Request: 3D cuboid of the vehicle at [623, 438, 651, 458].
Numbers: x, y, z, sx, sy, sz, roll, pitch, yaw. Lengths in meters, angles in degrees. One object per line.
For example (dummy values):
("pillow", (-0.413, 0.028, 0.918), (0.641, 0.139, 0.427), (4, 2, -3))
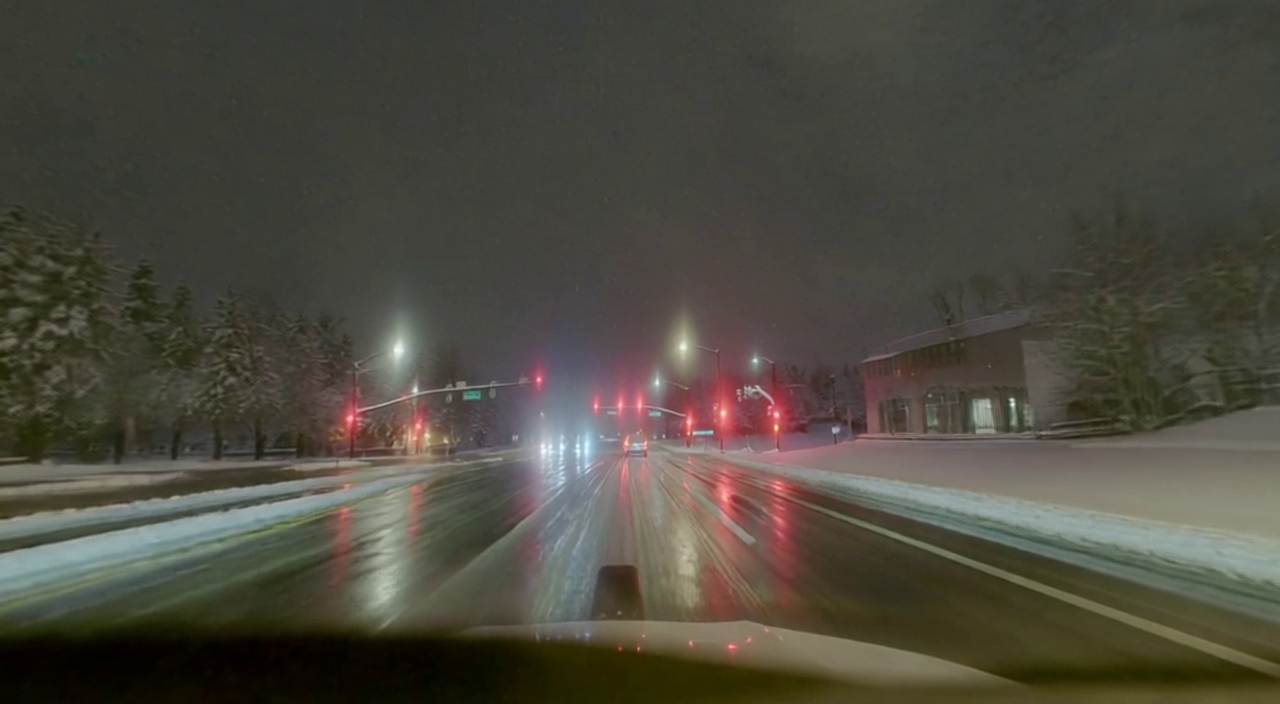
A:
("vehicle", (-0.246, 7.554, 49.823), (2.107, 1.470, 3.974), (0, -8, -1))
